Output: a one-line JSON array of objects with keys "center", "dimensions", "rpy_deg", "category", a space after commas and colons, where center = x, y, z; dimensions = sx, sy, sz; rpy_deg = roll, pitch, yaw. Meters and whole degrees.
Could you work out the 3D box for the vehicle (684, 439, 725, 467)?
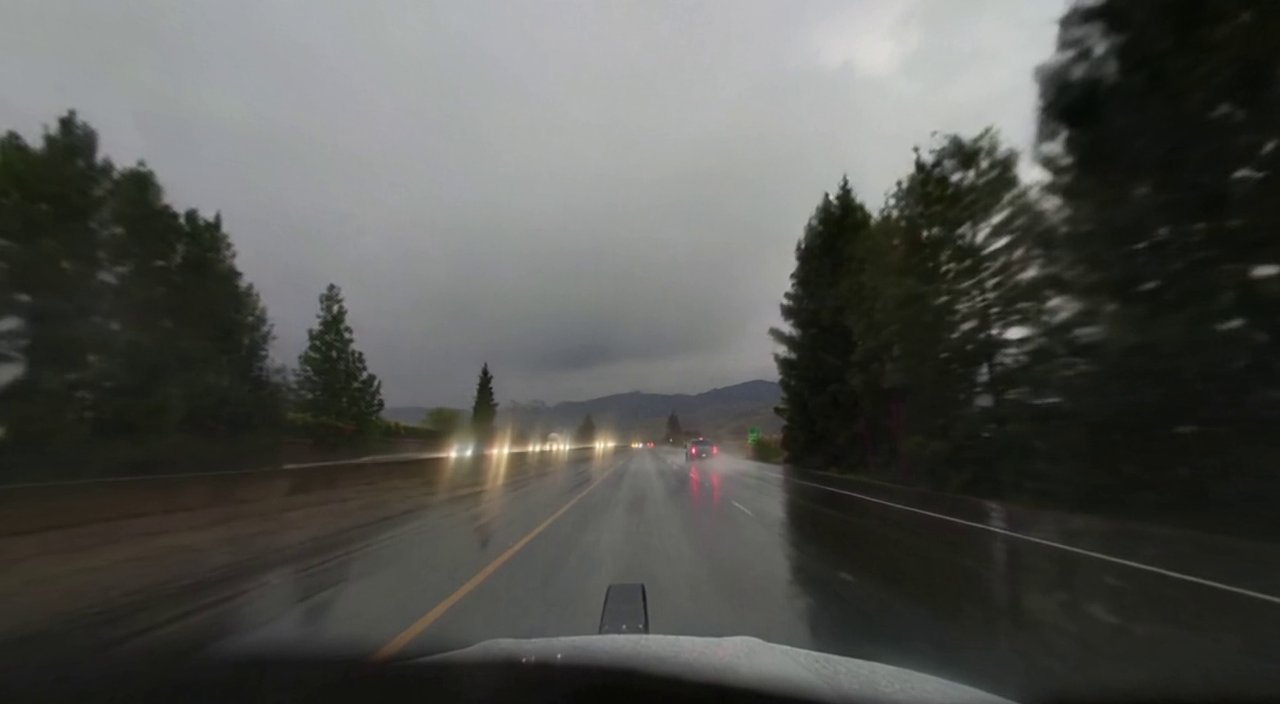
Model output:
[{"center": [3.992, 6.360, 39.727], "dimensions": [2.157, 1.640, 4.056], "rpy_deg": [0, -8, 0], "category": "vehicle"}]
